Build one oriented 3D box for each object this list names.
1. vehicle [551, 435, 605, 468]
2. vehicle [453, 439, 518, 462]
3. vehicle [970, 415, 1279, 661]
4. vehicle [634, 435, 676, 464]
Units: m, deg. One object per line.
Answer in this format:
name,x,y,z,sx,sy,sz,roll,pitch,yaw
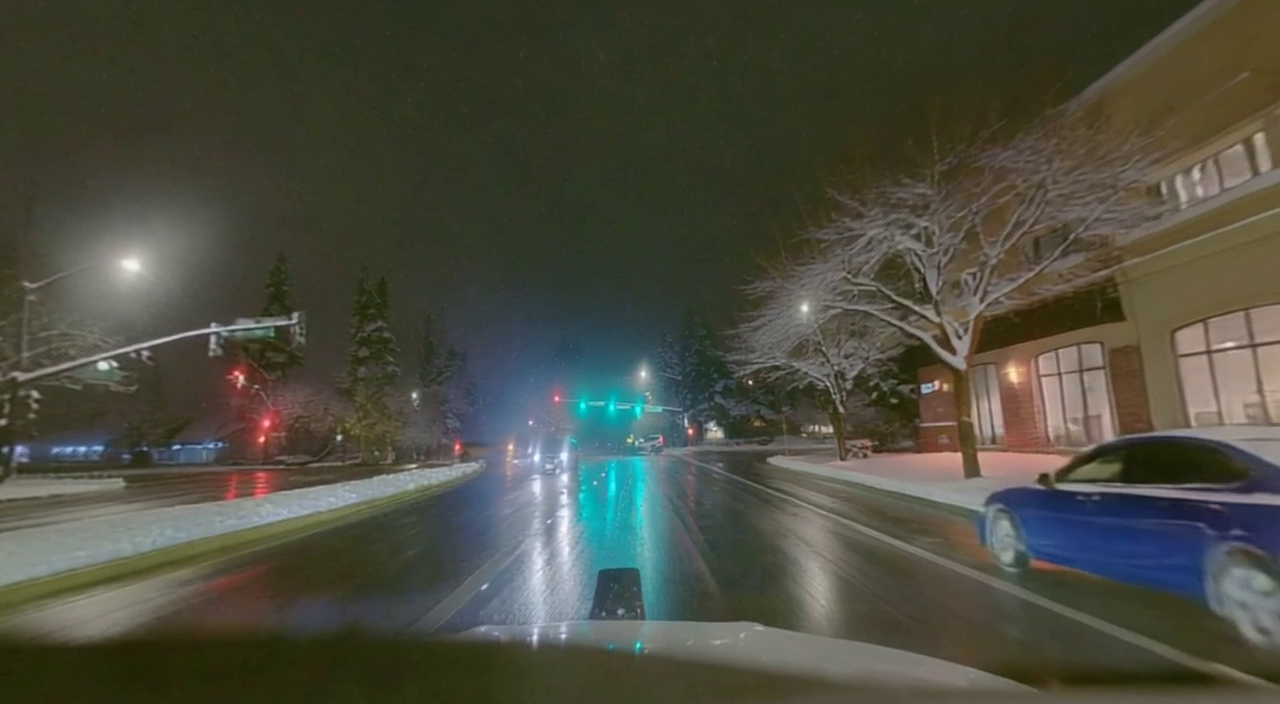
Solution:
vehicle,-2.919,4.773,30.528,2.032,1.467,4.411,0,-8,2
vehicle,-11.729,7.438,47.967,4.541,1.689,1.966,3,-9,-19
vehicle,4.804,1.317,5.134,1.942,1.469,4.049,0,-8,-2
vehicle,0.760,5.127,33.309,2.059,1.456,4.047,0,-8,1
